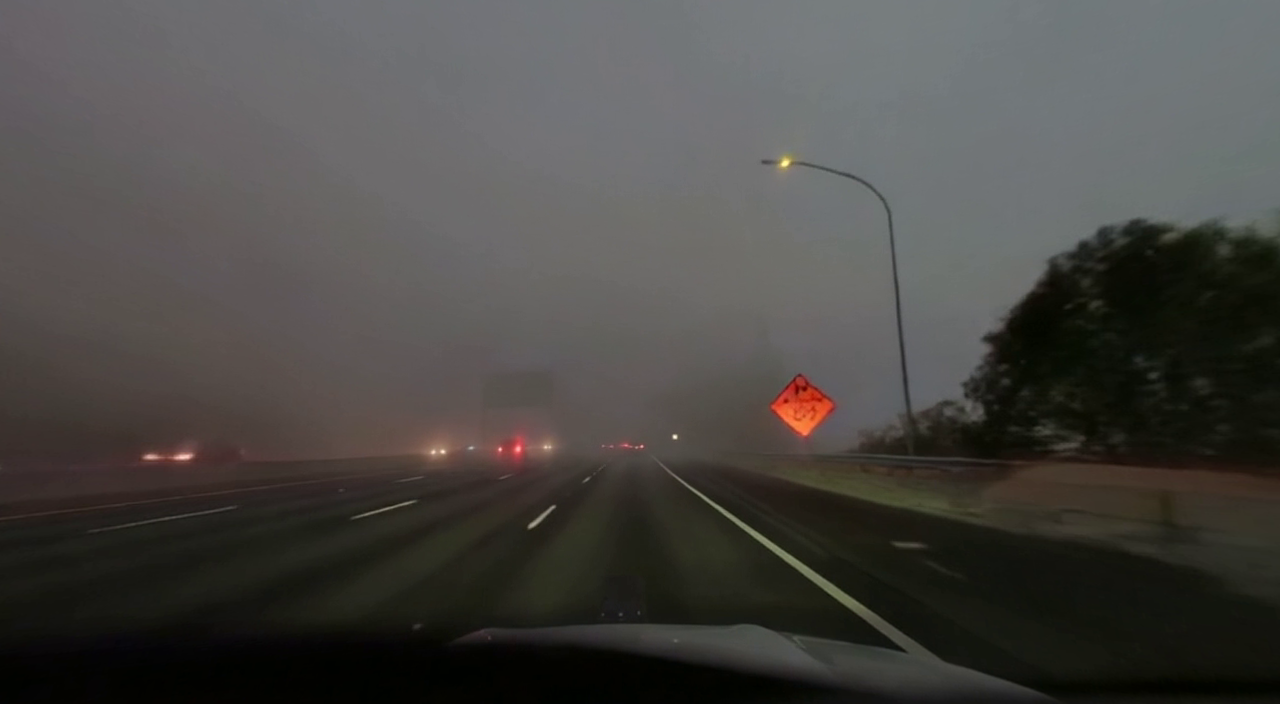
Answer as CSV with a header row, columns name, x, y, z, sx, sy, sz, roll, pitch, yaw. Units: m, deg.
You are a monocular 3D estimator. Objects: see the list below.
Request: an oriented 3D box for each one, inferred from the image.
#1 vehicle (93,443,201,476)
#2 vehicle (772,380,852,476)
name,x,y,z,sx,sy,sz,roll,pitch,yaw
vehicle,-24.830,5.412,32.041,1.863,1.515,4.482,0,-8,-1
vehicle,6.736,3.027,25.001,2.397,3.584,2.509,0,-8,1
